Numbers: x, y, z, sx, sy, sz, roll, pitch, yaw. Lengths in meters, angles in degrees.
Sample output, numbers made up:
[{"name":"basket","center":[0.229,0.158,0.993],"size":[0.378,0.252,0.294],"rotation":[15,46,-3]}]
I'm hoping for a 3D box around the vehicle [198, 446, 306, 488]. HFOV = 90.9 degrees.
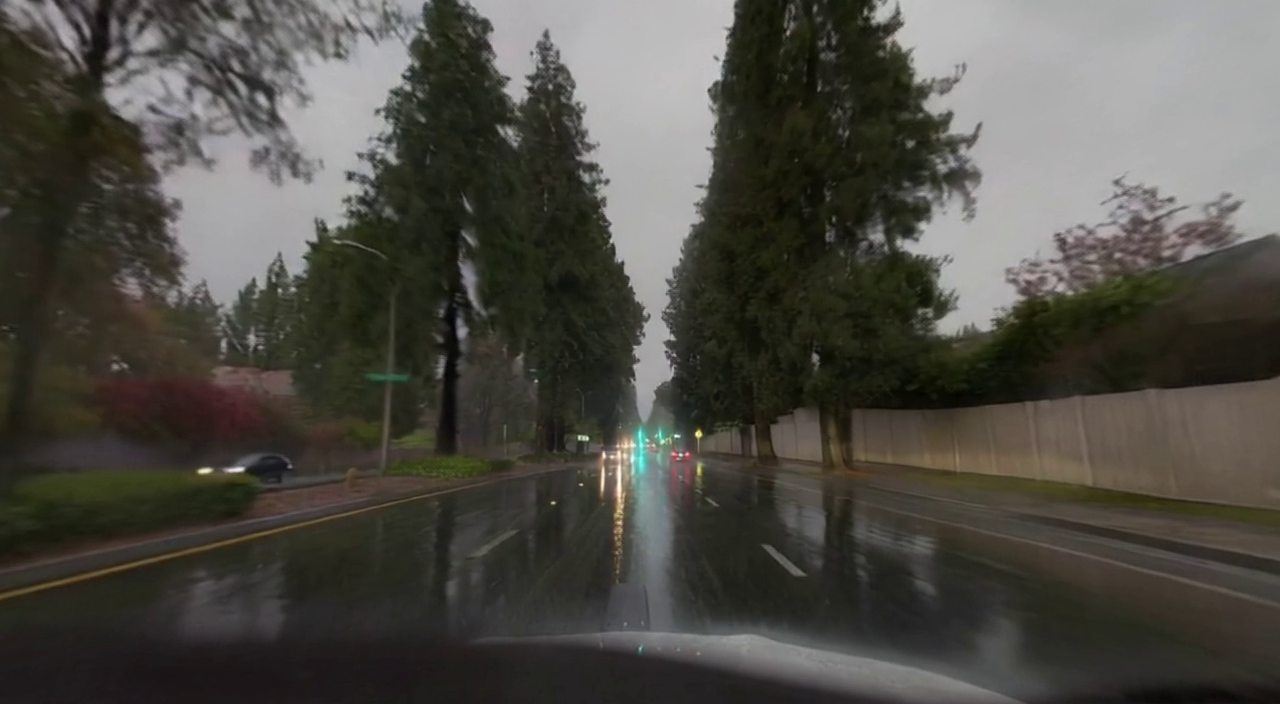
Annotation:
[{"name":"vehicle","center":[-17.938,5.295,29.494],"size":[1.978,1.766,4.752],"rotation":[0,-9,0]}]
